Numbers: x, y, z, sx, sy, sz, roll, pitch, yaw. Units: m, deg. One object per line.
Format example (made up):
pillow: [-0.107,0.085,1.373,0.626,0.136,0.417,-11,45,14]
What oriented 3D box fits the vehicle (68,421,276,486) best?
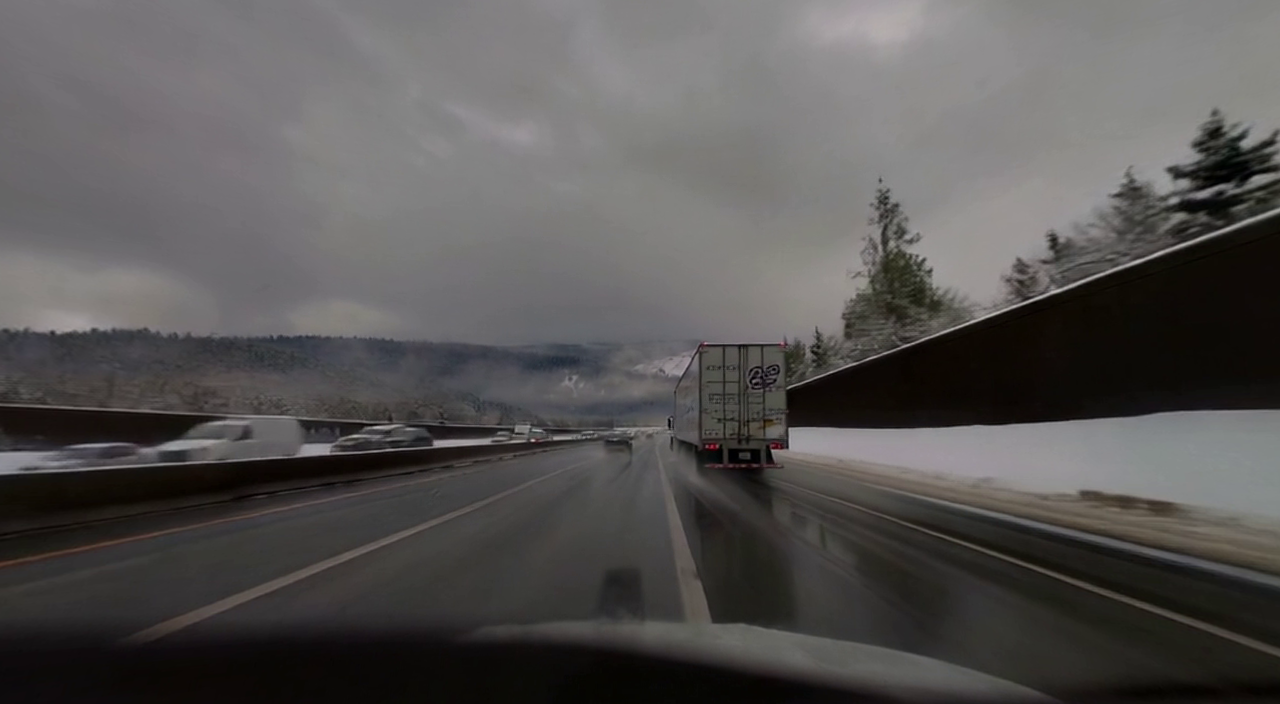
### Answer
vehicle: [-12.086,2.644,16.805,1.938,1.492,4.559,0,-8,2]

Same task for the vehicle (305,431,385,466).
vehicle: [-15.315,5.018,33.049,1.952,1.709,4.365,0,-8,2]

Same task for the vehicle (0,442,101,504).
vehicle: [-16.023,2.922,15.317,1.798,1.440,4.526,0,-8,1]

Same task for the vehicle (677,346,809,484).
vehicle: [3.126,2.431,22.661,2.921,3.765,10.773,0,-8,0]

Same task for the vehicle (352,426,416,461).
vehicle: [-18.987,6.822,47.120,2.173,2.471,5.845,0,-8,1]

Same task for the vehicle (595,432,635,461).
vehicle: [-1.372,5.370,36.026,1.982,1.535,4.519,0,-8,1]
